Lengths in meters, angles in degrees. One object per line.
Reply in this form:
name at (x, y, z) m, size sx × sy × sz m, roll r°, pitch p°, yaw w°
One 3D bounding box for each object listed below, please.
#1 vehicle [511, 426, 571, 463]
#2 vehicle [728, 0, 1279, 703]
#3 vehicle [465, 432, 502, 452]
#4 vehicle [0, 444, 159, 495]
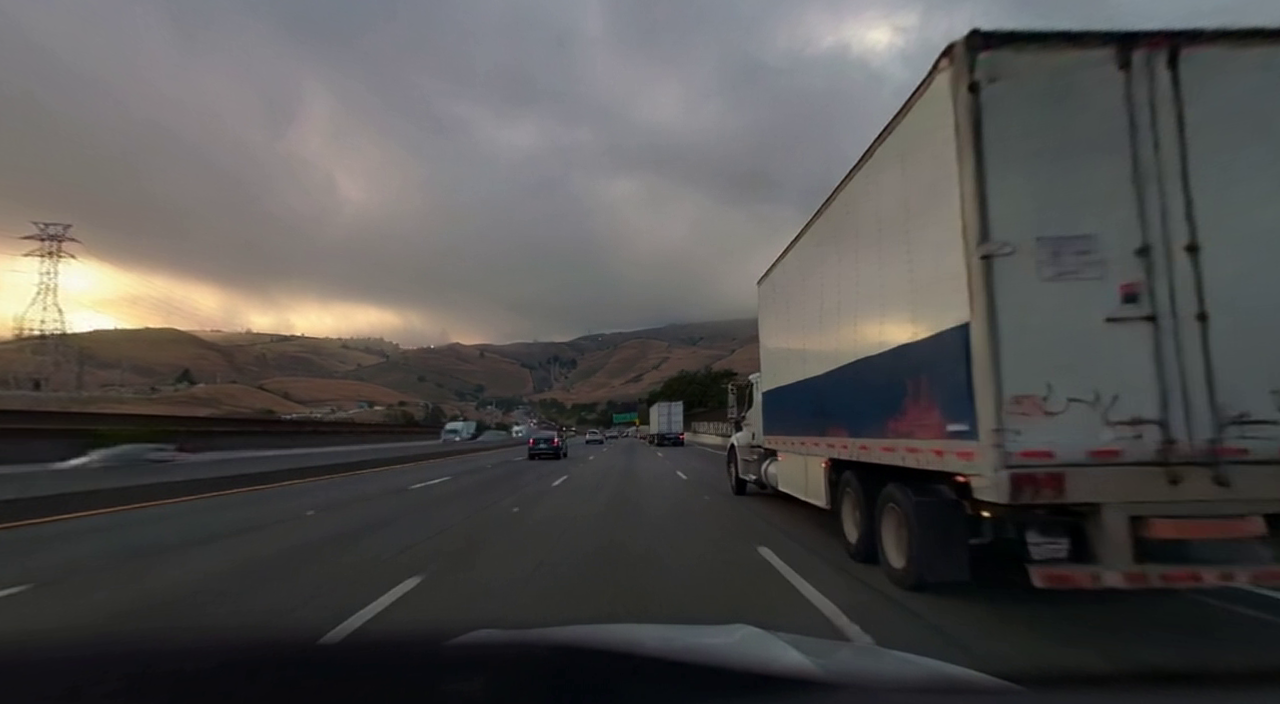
vehicle at (-4.277, 4.080, 27.916) m, size 1.965 × 1.486 × 4.448 m, roll 0°, pitch -7°, yaw 0°
vehicle at (3.658, 0.335, 8.412) m, size 3.060 × 3.842 × 11.095 m, roll 0°, pitch -8°, yaw -2°
vehicle at (-12.294, 7.081, 49.705) m, size 1.879 × 1.472 × 4.325 m, roll 0°, pitch -7°, yaw -1°
vehicle at (-18.878, 3.875, 21.246) m, size 1.806 × 1.454 × 4.468 m, roll 0°, pitch -7°, yaw -1°
